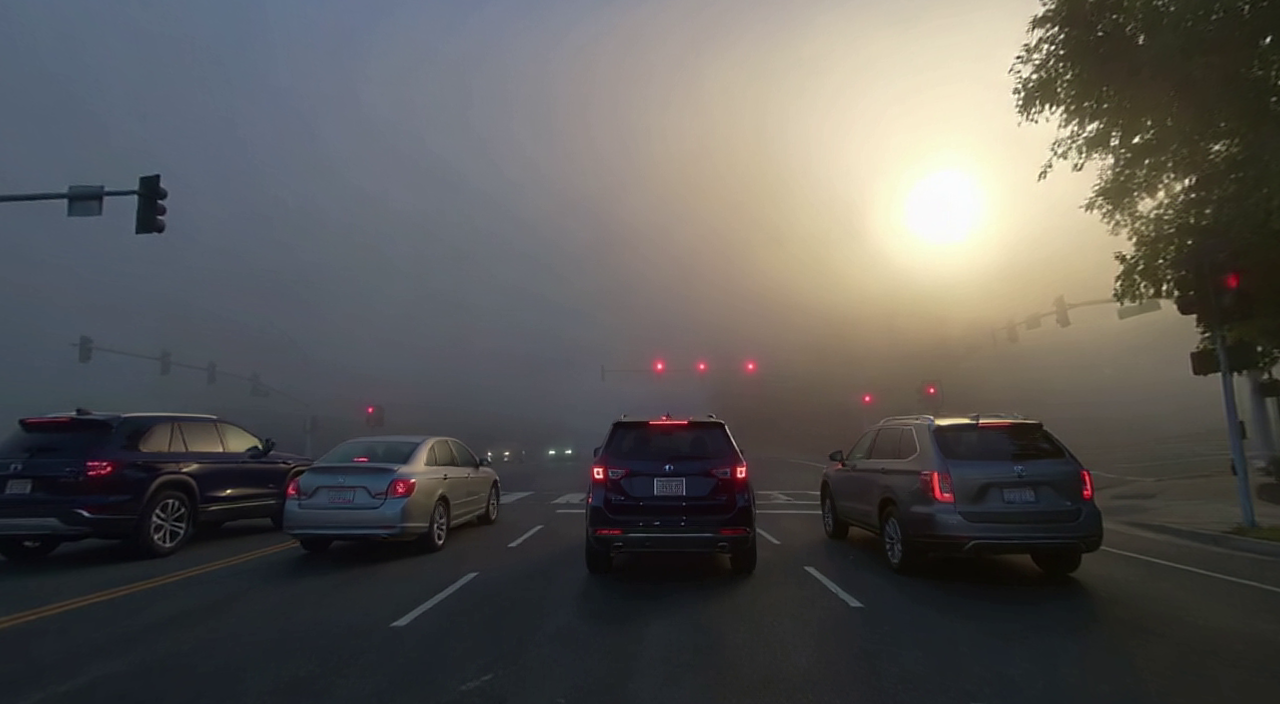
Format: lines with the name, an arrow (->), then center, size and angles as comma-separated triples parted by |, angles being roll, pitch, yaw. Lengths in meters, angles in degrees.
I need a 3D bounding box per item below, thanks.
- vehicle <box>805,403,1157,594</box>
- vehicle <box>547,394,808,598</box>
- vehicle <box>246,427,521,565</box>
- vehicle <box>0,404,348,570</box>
vehicle -> 3.535, 1.593, 7.742 | 2.047, 1.638, 4.395 | -1, -8, 4
vehicle -> 0.398, 1.523, 7.501 | 2.198, 1.708, 4.170 | 0, -8, 2
vehicle -> -3.228, 1.886, 9.101 | 1.885, 1.475, 4.359 | -1, -8, 4
vehicle -> -6.627, 1.831, 9.362 | 2.075, 1.796, 4.785 | 0, -8, 3
